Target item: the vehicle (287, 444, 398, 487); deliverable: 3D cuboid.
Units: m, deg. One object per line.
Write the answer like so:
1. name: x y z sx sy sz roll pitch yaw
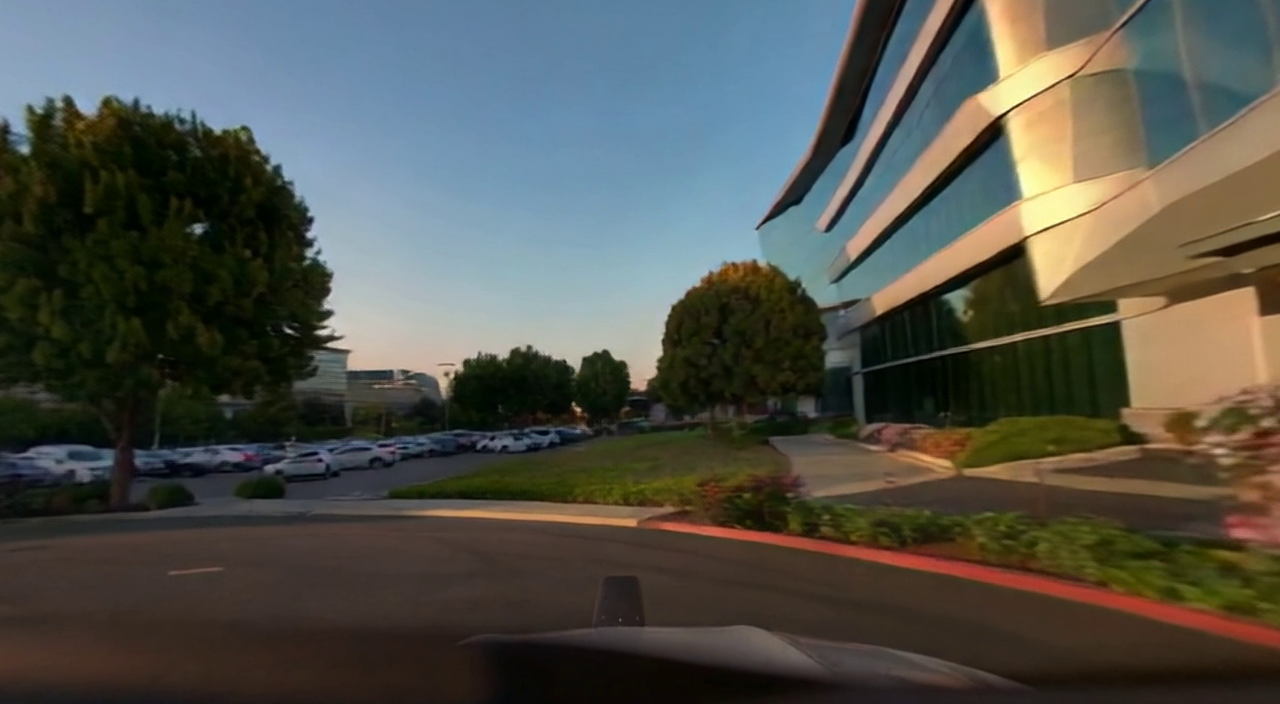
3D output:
1. vehicle: -15.056 5.734 32.133 4.755 1.707 1.889 -4 -8 0

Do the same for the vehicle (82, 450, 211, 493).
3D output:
1. vehicle: -27.566 6.681 35.456 5.285 1.837 2.318 -4 -8 -2
